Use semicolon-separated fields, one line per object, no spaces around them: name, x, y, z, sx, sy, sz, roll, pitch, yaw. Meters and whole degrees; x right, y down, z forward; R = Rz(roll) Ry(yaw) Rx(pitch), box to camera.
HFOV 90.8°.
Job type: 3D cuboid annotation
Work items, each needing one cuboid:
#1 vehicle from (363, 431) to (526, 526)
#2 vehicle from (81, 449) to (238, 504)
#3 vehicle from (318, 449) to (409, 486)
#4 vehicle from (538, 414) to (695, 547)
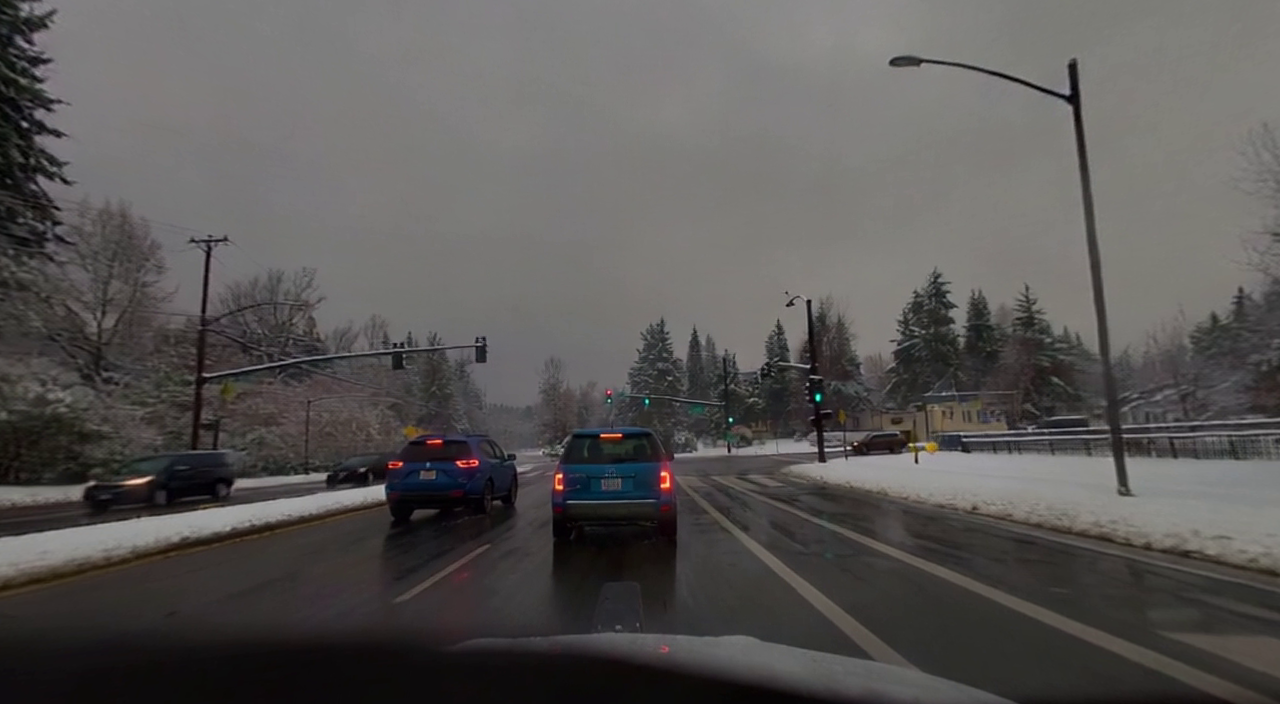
vehicle;-3.905;2.597;13.556;2.009;1.673;4.454;0;-9;1
vehicle;-16.182;4.207;21.641;2.003;1.653;4.388;0;-10;-2
vehicle;-12.234;5.098;28.313;1.935;1.488;4.611;0;-9;1
vehicle;-0.308;2.124;11.166;2.131;1.793;5.016;0;-9;0
